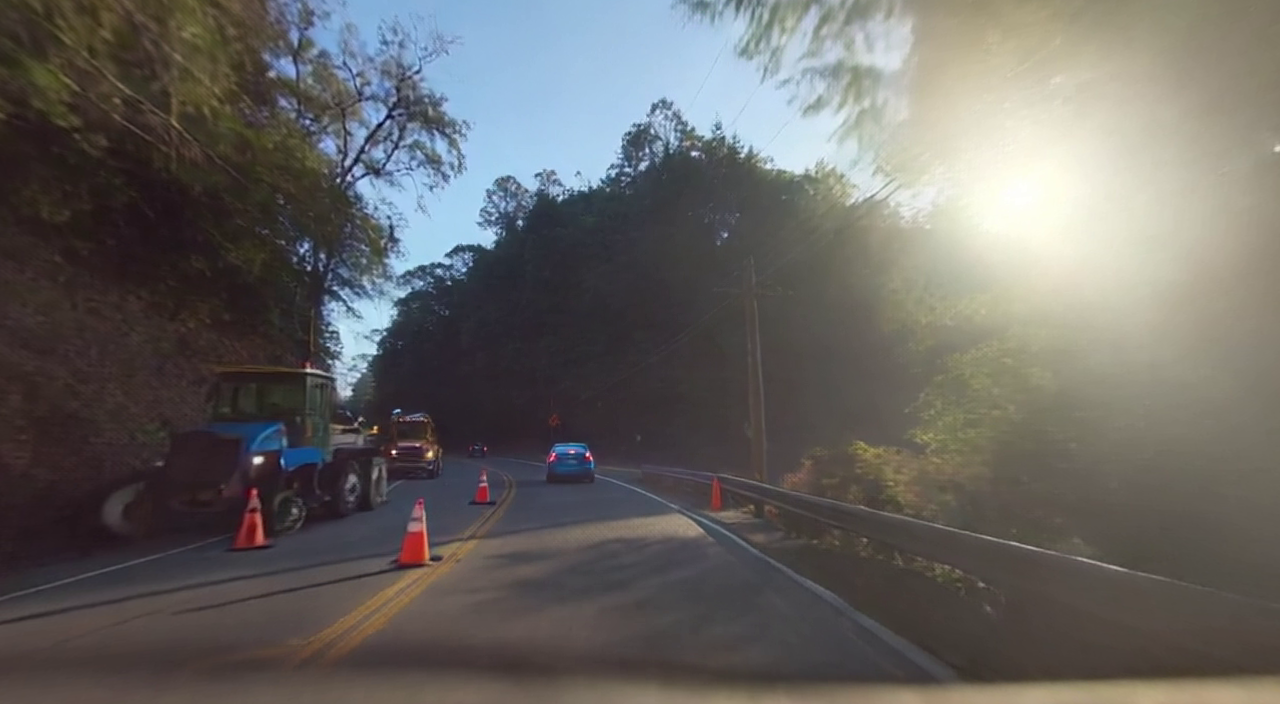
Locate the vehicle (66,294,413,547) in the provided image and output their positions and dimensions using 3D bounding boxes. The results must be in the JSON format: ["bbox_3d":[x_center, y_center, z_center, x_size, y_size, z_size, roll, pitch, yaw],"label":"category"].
[{"bbox_3d":[-5.882,1.177,10.417,2.364,3.191,4.942,0,-8,0],"label":"vehicle"}]

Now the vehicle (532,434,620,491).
[{"bbox_3d":[-2.068,3.309,19.257,2.259,1.503,4.075,2,-9,-11],"label":"vehicle"}]
